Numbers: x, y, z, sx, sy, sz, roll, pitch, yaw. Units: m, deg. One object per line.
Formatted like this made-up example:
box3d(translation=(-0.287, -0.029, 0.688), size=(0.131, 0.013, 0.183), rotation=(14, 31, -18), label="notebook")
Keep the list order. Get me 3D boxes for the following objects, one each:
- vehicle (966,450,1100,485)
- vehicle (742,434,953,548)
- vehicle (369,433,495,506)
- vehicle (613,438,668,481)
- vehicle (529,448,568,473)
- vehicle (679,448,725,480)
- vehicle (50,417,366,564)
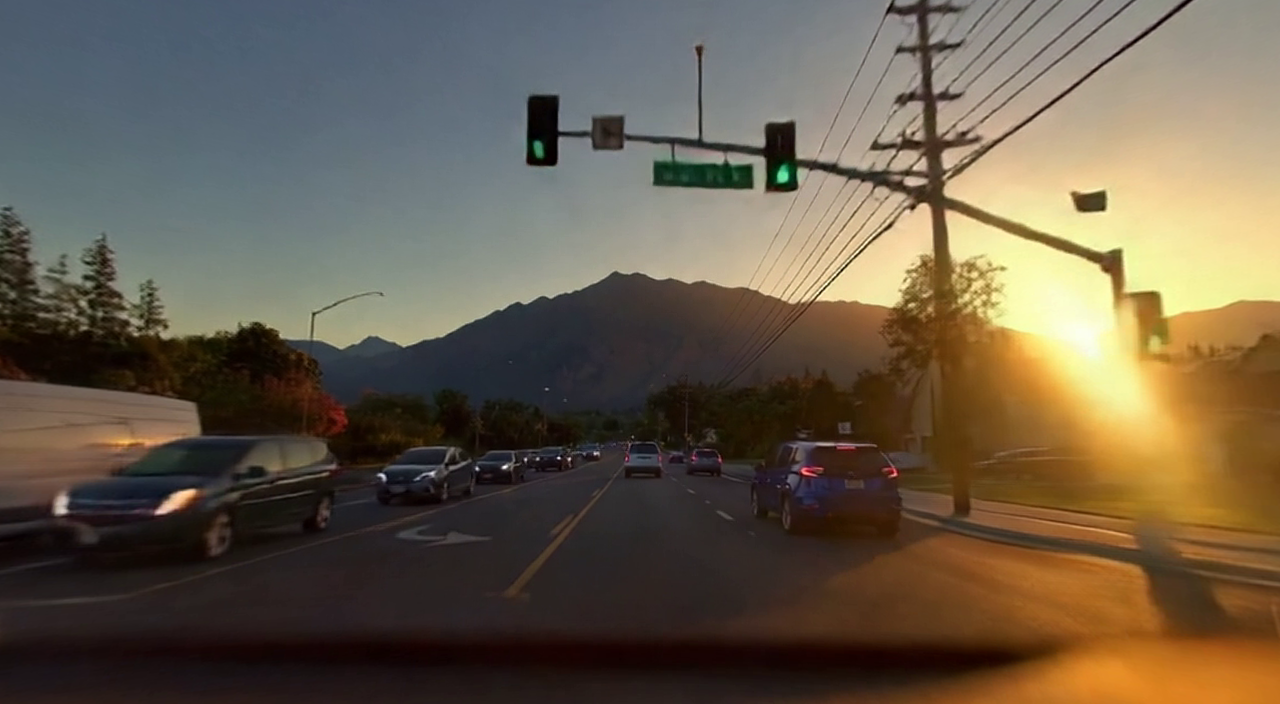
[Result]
box3d(translation=(17.373, 5.100, 28.040), size=(4.656, 1.461, 1.955), rotation=(0, -9, 0), label="vehicle")
box3d(translation=(3.454, 2.404, 11.718), size=(2.155, 1.658, 4.721), rotation=(0, -9, -2), label="vehicle")
box3d(translation=(-6.142, 3.523, 19.472), size=(1.993, 1.884, 5.481), rotation=(0, -9, 0), label="vehicle")
box3d(translation=(-0.007, 5.482, 32.375), size=(2.636, 2.011, 5.130), rotation=(0, -8, -1), label="vehicle")
box3d(translation=(-6.408, 7.660, 44.690), size=(2.095, 1.695, 4.431), rotation=(0, -9, 0), label="vehicle")
box3d(translation=(3.327, 6.099, 34.700), size=(1.957, 1.646, 4.355), rotation=(0, -9, -1), label="vehicle")
box3d(translation=(-6.347, 2.055, 10.105), size=(1.983, 1.801, 4.391), rotation=(0, -8, -1), label="vehicle")
